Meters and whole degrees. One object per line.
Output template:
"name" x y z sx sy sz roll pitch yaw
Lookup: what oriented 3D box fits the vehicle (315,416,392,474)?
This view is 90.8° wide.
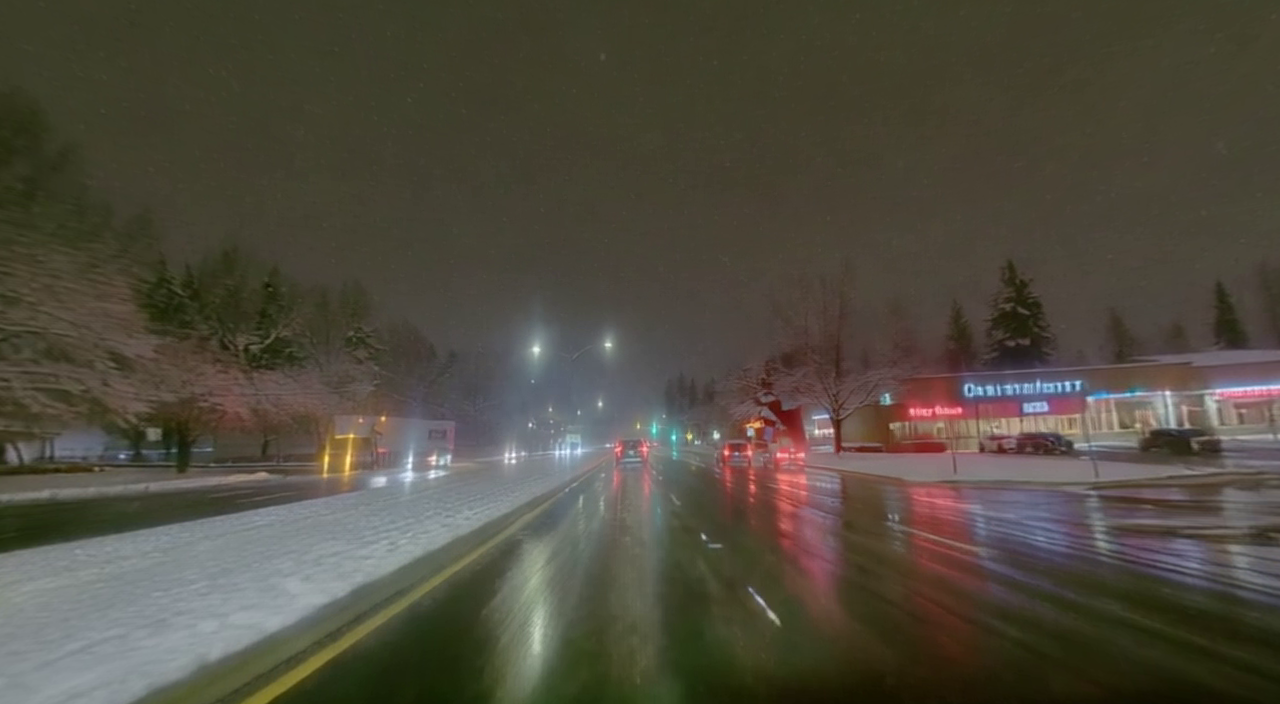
"vehicle" -19.698 6.416 43.727 2.986 3.786 4.453 0 -8 1

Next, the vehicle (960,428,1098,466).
"vehicle" 21.090 5.169 34.442 5.909 1.970 2.365 0 -8 -1

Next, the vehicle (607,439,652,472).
"vehicle" -0.608 5.203 32.062 2.072 1.545 4.578 0 -8 -3

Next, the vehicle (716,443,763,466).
"vehicle" 6.548 6.802 42.092 2.075 1.475 4.571 0 -8 -3

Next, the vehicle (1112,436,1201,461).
"vehicle" 32.808 6.139 40.299 1.804 1.461 4.611 0 -8 1
